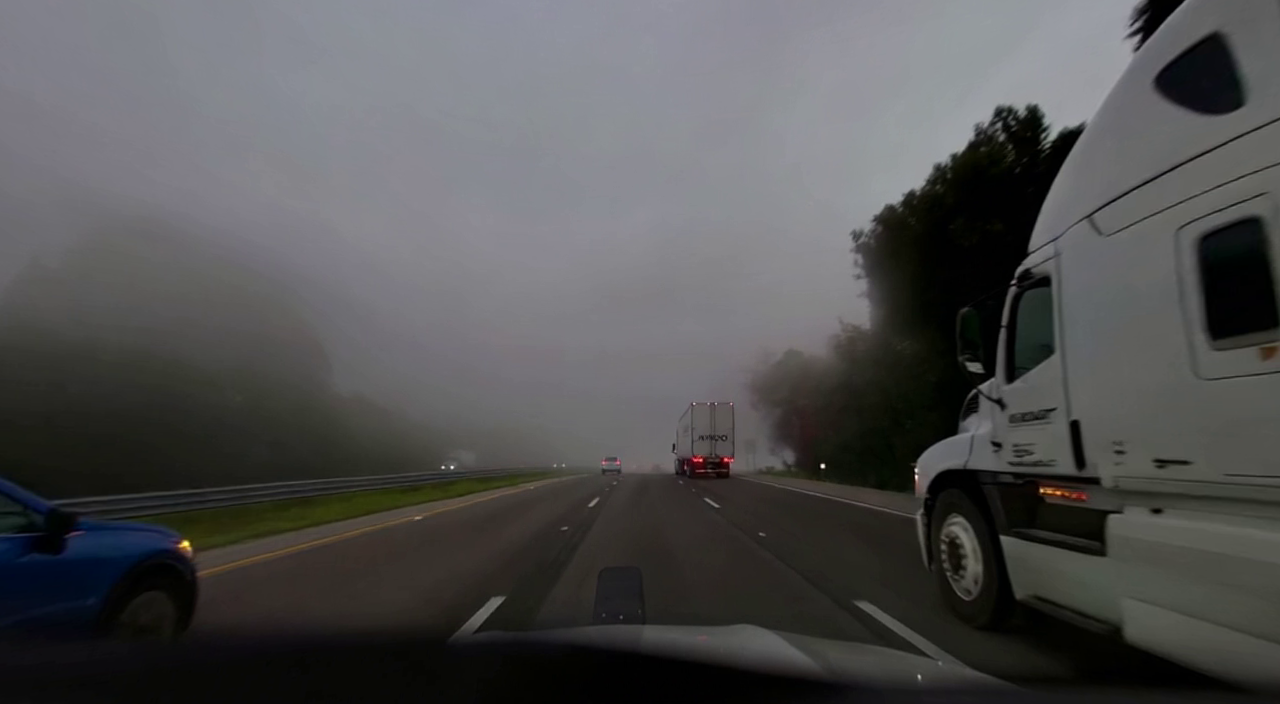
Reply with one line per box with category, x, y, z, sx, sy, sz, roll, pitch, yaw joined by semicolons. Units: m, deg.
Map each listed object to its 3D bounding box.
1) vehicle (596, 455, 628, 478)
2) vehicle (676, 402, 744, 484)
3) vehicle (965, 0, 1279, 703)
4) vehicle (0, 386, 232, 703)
vehicle;-1.903;7.876;43.582;1.935;1.470;4.063;0;-9;1
vehicle;3.837;5.654;38.235;2.832;4.034;13.924;0;-10;1
vehicle;4.721;-0.353;1.754;3.300;4.237;7.728;0;-9;0
vehicle;-3.646;0.804;1.860;1.945;1.537;4.294;0;-9;1
